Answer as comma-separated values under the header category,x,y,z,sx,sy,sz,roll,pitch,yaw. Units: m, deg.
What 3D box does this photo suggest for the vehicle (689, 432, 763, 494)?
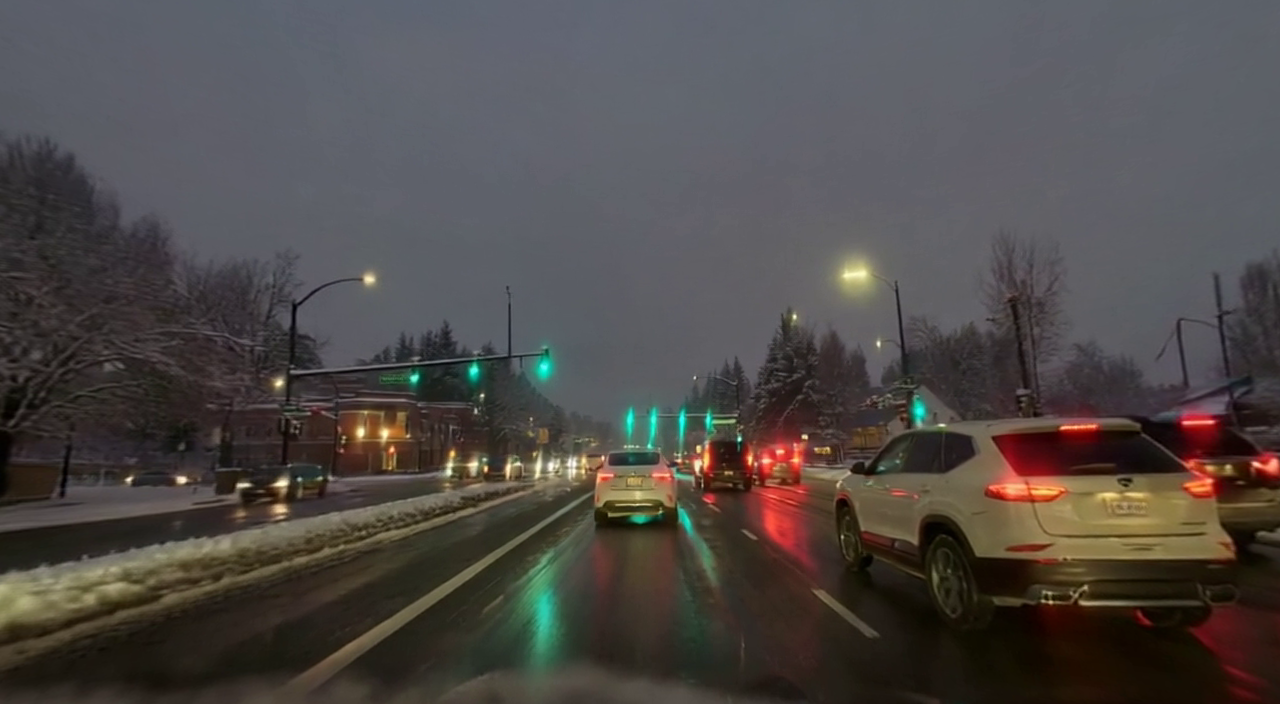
category,x,y,z,sx,sy,sz,roll,pitch,yaw
vehicle,3.719,4.917,28.360,2.516,2.481,5.766,0,-9,0

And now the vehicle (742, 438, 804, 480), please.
category,x,y,z,sx,sy,sz,roll,pitch,yaw
vehicle,7.775,6.316,37.362,2.627,2.252,5.236,0,-9,1

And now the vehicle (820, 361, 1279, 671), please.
category,x,y,z,sx,sy,sz,roll,pitch,yaw
vehicle,3.427,1.359,6.271,1.982,1.960,4.427,0,-9,1

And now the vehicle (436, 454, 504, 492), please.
category,x,y,z,sx,sy,sz,roll,pitch,yaw
vehicle,-8.685,6.199,32.498,2.133,1.771,4.611,0,-9,1

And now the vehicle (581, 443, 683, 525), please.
category,x,y,z,sx,sy,sz,roll,pitch,yaw
vehicle,-0.127,3.036,15.048,2.111,1.676,4.018,0,-9,1

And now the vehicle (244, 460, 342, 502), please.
category,x,y,z,sx,sy,sz,roll,pitch,yaw
vehicle,-15.828,5.859,28.970,1.968,1.675,4.382,0,-9,1

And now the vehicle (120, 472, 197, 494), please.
category,x,y,z,sx,sy,sz,roll,pitch,yaw
vehicle,-36.142,9.849,47.190,4.151,1.469,1.940,0,-9,2
